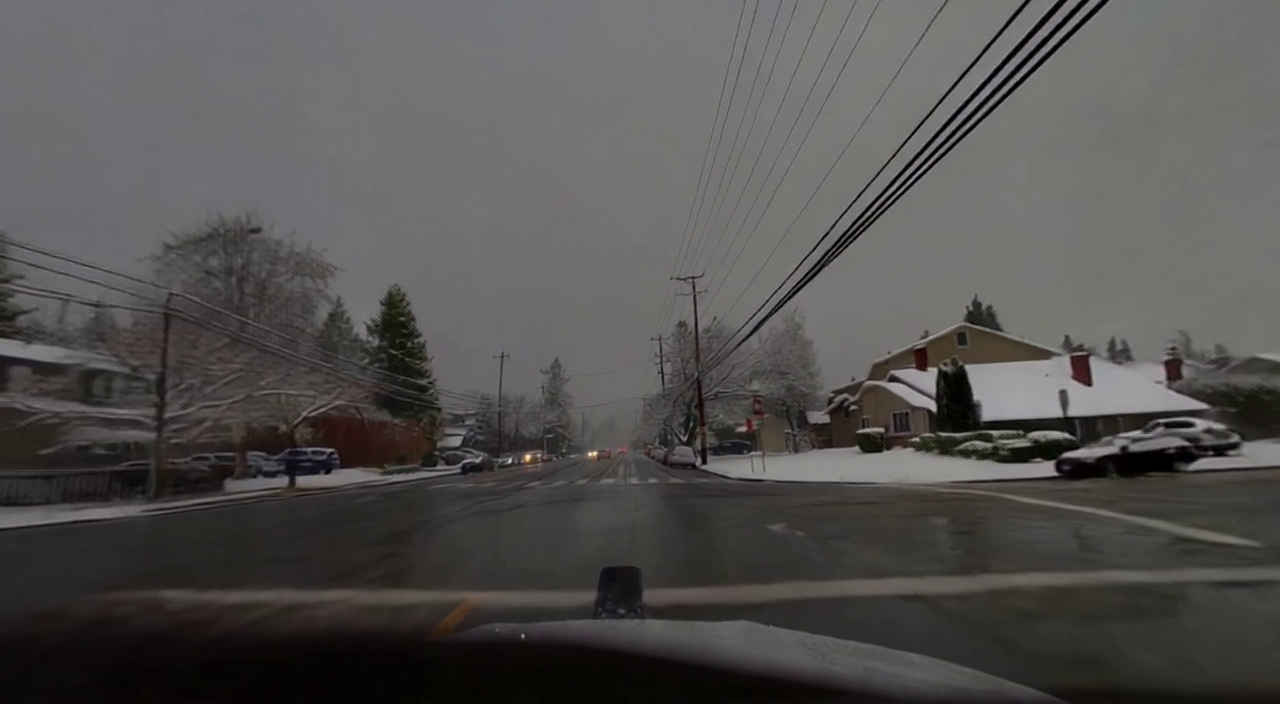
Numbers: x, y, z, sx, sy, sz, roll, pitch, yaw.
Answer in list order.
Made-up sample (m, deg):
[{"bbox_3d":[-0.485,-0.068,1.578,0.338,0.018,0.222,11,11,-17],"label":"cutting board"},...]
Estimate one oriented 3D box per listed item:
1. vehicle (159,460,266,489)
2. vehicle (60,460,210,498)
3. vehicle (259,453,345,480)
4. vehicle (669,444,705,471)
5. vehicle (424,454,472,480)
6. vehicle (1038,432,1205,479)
[{"bbox_3d":[-22.767,6.511,33.764,4.344,1.471,1.813,0,-9,-3],"label":"vehicle"},{"bbox_3d":[-21.822,5.487,27.458,4.728,1.536,2.006,0,-9,0],"label":"vehicle"},{"bbox_3d":[-22.671,7.698,42.465,4.612,1.736,1.951,0,-9,-1],"label":"vehicle"},{"bbox_3d":[3.164,7.285,43.651,2.045,1.746,4.564,0,-9,-2],"label":"vehicle"},{"bbox_3d":[-14.254,8.534,47.206,1.913,1.745,4.992,0,-9,1],"label":"vehicle"},{"bbox_3d":[15.979,3.447,21.114,4.001,1.484,1.961,1,-9,-4],"label":"vehicle"}]
